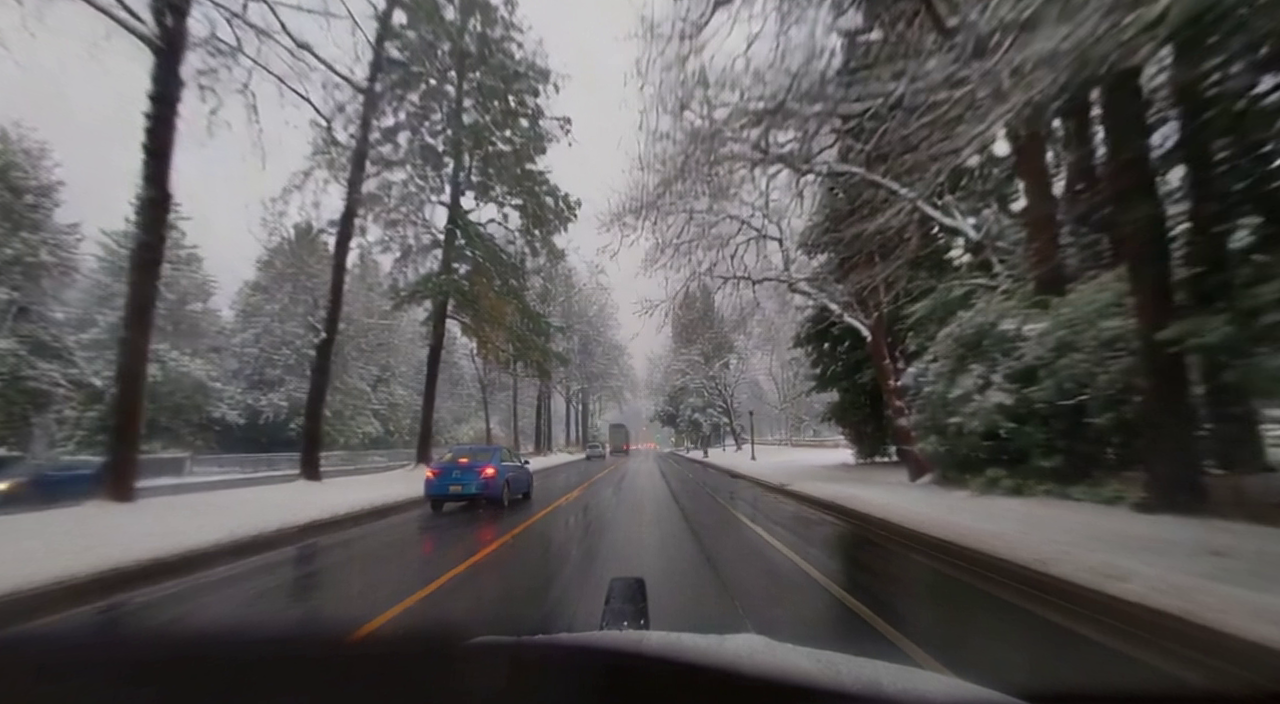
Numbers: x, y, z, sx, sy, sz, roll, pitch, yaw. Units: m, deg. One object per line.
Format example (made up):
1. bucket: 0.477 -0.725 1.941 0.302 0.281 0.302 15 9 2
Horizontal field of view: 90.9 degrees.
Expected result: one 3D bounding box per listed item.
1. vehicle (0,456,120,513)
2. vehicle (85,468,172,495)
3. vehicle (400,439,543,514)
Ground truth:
1. vehicle: -18.188 3.870 18.650 1.839 1.458 4.402 -1 -9 0
2. vehicle: -31.739 8.002 39.279 1.692 1.390 4.342 -1 -8 3
3. vehicle: -3.728 2.842 14.899 2.033 1.454 4.512 -1 -9 2
